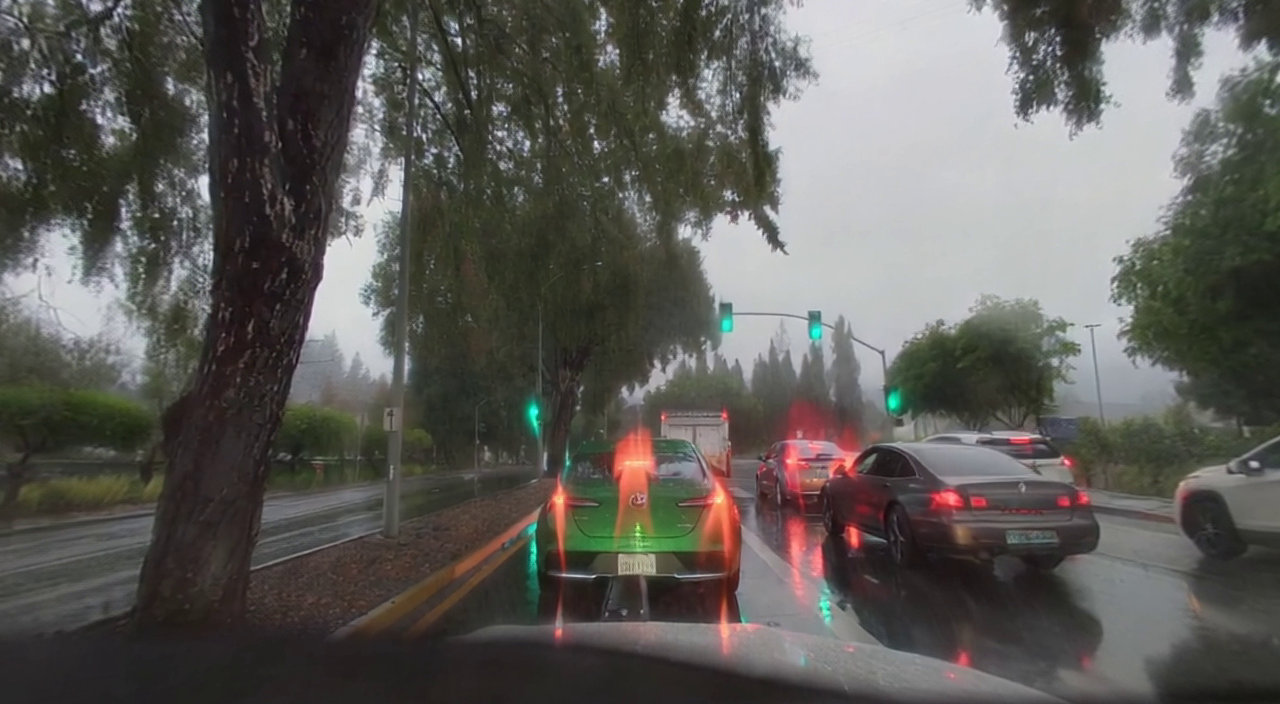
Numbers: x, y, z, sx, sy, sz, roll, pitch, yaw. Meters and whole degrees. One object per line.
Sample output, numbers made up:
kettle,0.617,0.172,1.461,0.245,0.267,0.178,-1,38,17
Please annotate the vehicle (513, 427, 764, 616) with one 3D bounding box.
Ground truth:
vehicle,0.009,1.683,7.096,2.015,1.502,3.898,0,-9,1

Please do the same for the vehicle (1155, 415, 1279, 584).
vehicle,6.932,1.336,5.588,1.783,1.572,3.421,0,-9,1

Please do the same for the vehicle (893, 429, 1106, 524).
vehicle,7.014,2.461,12.915,1.923,1.611,4.094,0,-9,0

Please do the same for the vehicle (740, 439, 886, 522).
vehicle,3.528,2.716,13.828,1.934,1.494,4.446,0,-9,0
